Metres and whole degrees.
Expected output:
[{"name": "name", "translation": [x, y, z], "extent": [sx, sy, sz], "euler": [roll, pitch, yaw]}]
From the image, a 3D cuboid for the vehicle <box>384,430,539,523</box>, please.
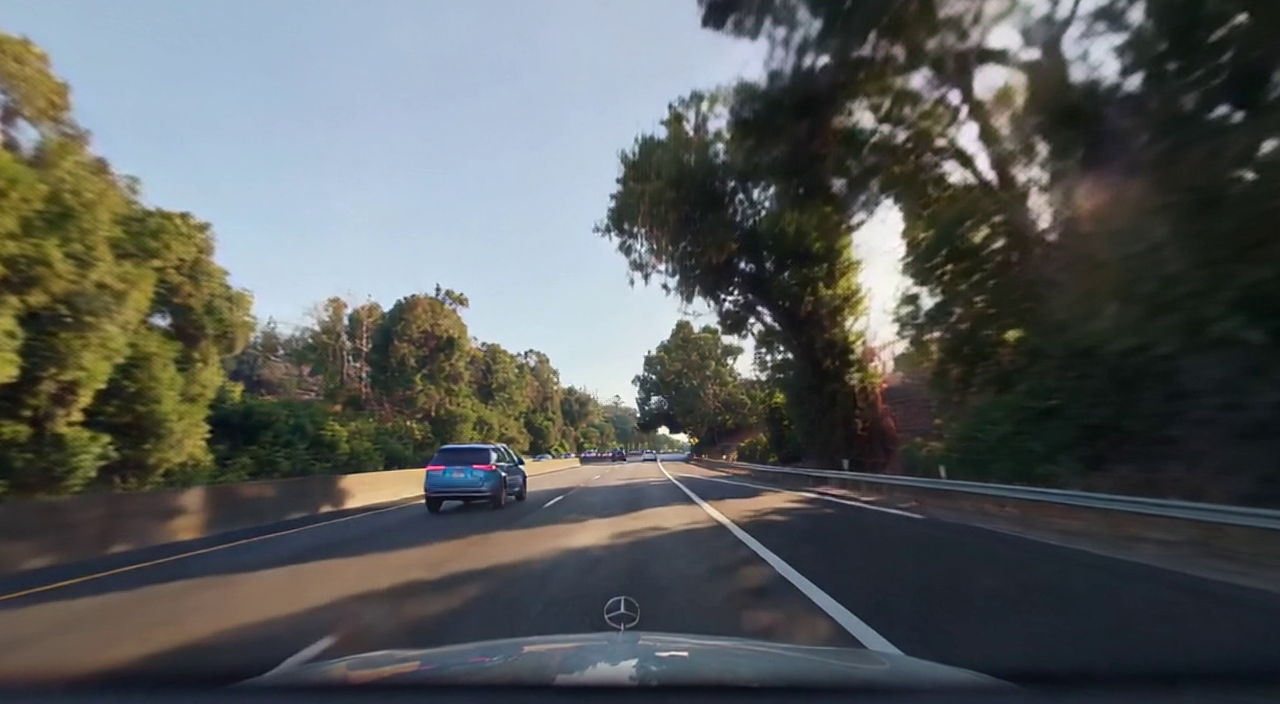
[{"name": "vehicle", "translation": [-3.760, 2.717, 14.321], "extent": [2.110, 1.727, 4.607], "euler": [0, -9, 1]}]
